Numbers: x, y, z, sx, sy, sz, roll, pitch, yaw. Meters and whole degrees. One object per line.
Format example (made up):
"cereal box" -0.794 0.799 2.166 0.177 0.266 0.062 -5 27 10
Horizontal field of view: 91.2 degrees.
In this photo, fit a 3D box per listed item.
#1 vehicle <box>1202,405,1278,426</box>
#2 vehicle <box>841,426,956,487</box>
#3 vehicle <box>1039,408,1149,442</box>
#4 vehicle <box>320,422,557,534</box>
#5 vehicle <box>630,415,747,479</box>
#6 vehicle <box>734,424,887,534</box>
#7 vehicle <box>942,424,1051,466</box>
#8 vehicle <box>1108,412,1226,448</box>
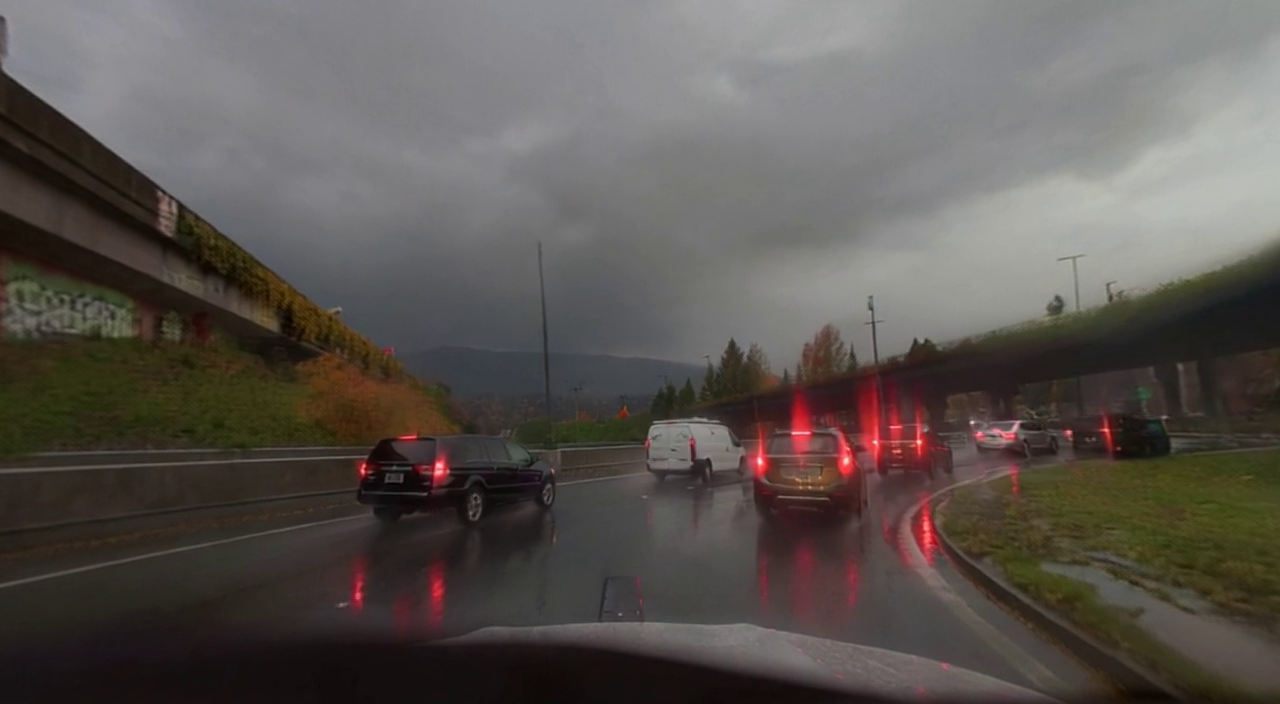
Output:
"vehicle" 43.538 4.618 45.546 3.847 1.499 1.742 -5 -8 43
"vehicle" 7.547 2.973 18.064 1.830 1.519 4.253 -7 -11 38
"vehicle" 23.201 3.755 32.077 4.309 1.613 1.909 1 -9 -8
"vehicle" -3.210 2.113 11.032 1.921 1.554 4.081 -3 -9 17
"vehicle" 1.636 3.048 20.063 1.835 1.825 4.005 -7 -11 36
"vehicle" 3.109 2.095 10.878 2.064 1.515 3.722 -4 -10 22
"vehicle" 13.419 3.494 23.553 3.902 1.446 1.780 5 -10 -31
"vehicle" 22.861 3.417 27.231 3.934 1.485 1.763 2 -9 -12
